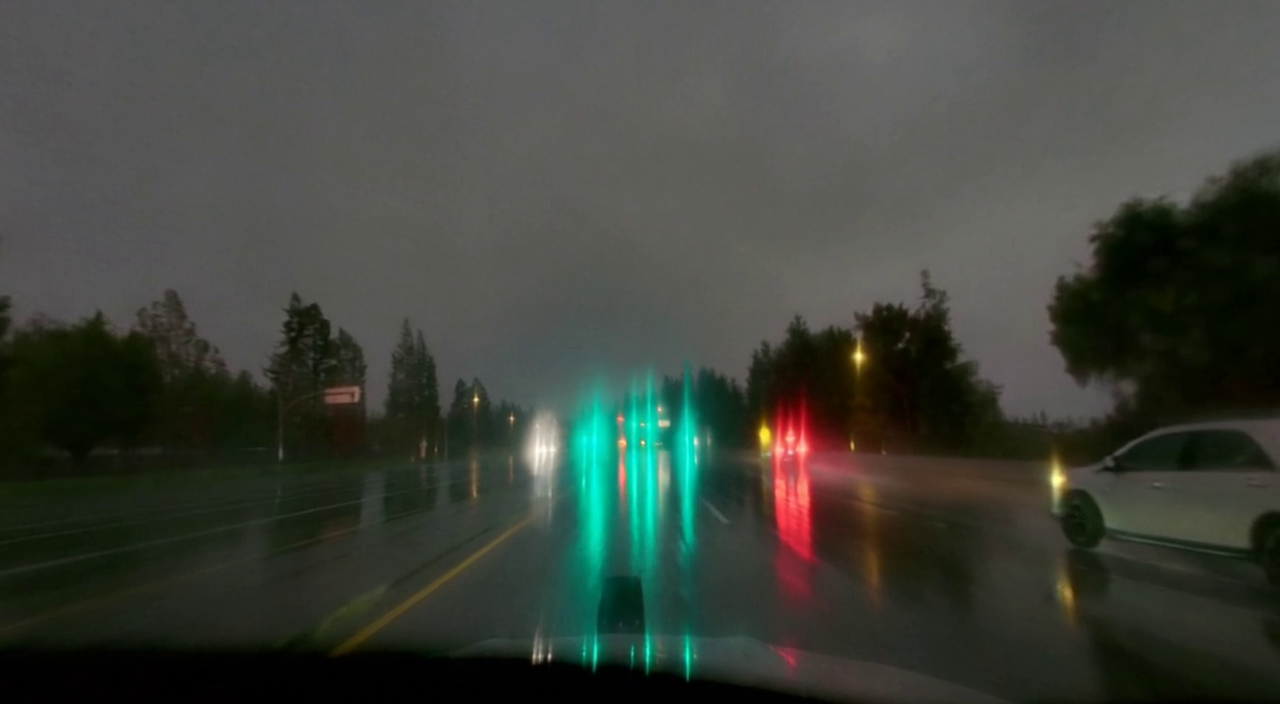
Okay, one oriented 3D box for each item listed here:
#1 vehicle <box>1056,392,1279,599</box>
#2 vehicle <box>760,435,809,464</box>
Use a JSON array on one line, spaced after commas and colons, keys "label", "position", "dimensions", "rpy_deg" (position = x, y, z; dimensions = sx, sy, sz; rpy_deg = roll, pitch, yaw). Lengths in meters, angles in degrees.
[{"label": "vehicle", "position": [6.281, 1.222, 5.469], "dimensions": [2.066, 1.683, 4.675], "rpy_deg": [0, -8, -1]}, {"label": "vehicle", "position": [9.762, 6.641, 42.940], "dimensions": [2.170, 1.830, 4.720], "rpy_deg": [0, -8, -1]}]
